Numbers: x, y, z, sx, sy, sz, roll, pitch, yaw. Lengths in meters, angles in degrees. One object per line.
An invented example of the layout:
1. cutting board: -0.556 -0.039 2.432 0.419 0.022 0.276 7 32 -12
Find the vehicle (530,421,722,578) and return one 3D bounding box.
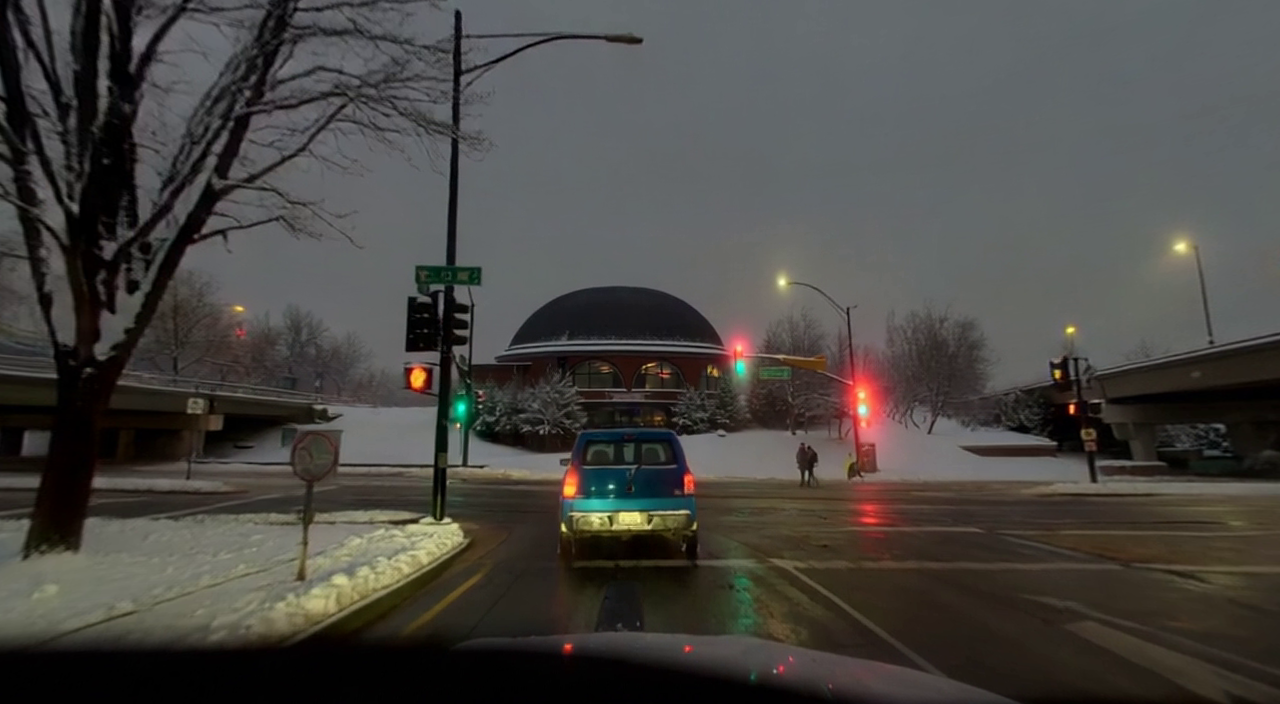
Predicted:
1. vehicle: -0.277 1.816 8.452 1.976 1.584 3.772 1 -9 -4
